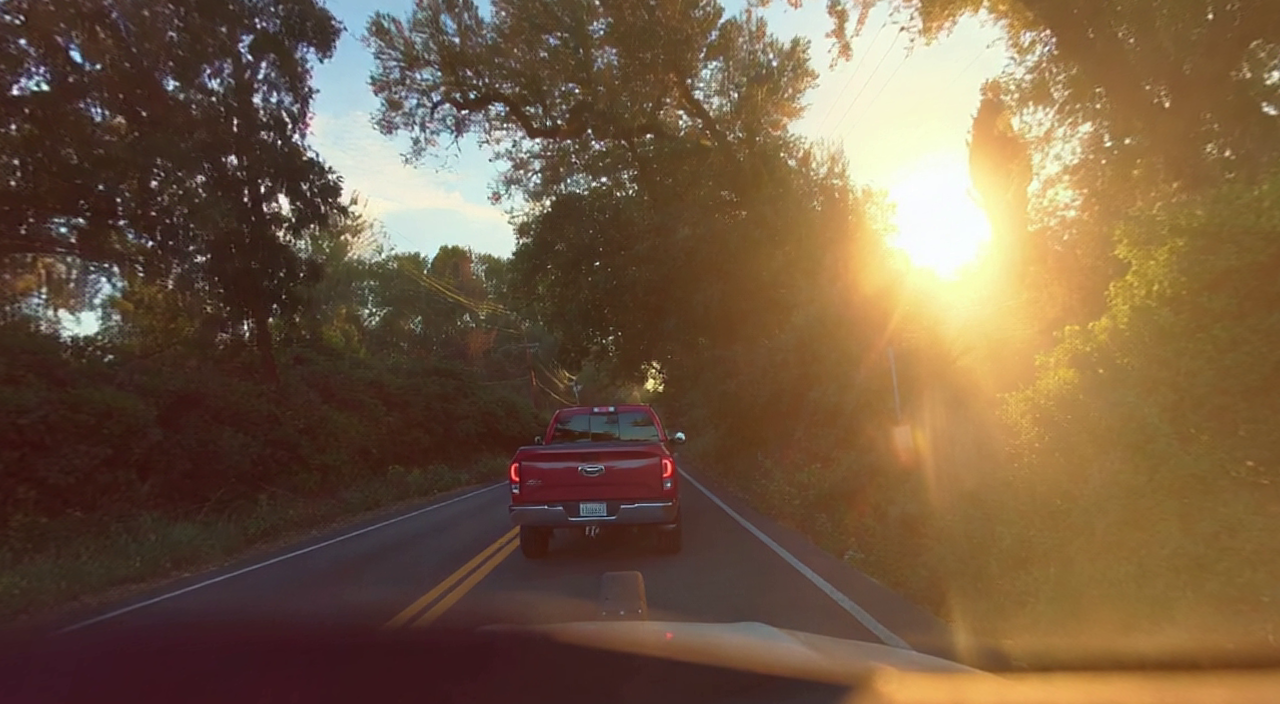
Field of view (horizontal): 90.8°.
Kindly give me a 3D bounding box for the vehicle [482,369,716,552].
[{"bbox_3d":[-0.531,1.746,10.709,2.837,2.223,5.885,0,-8,-1],"label":"vehicle"}]
